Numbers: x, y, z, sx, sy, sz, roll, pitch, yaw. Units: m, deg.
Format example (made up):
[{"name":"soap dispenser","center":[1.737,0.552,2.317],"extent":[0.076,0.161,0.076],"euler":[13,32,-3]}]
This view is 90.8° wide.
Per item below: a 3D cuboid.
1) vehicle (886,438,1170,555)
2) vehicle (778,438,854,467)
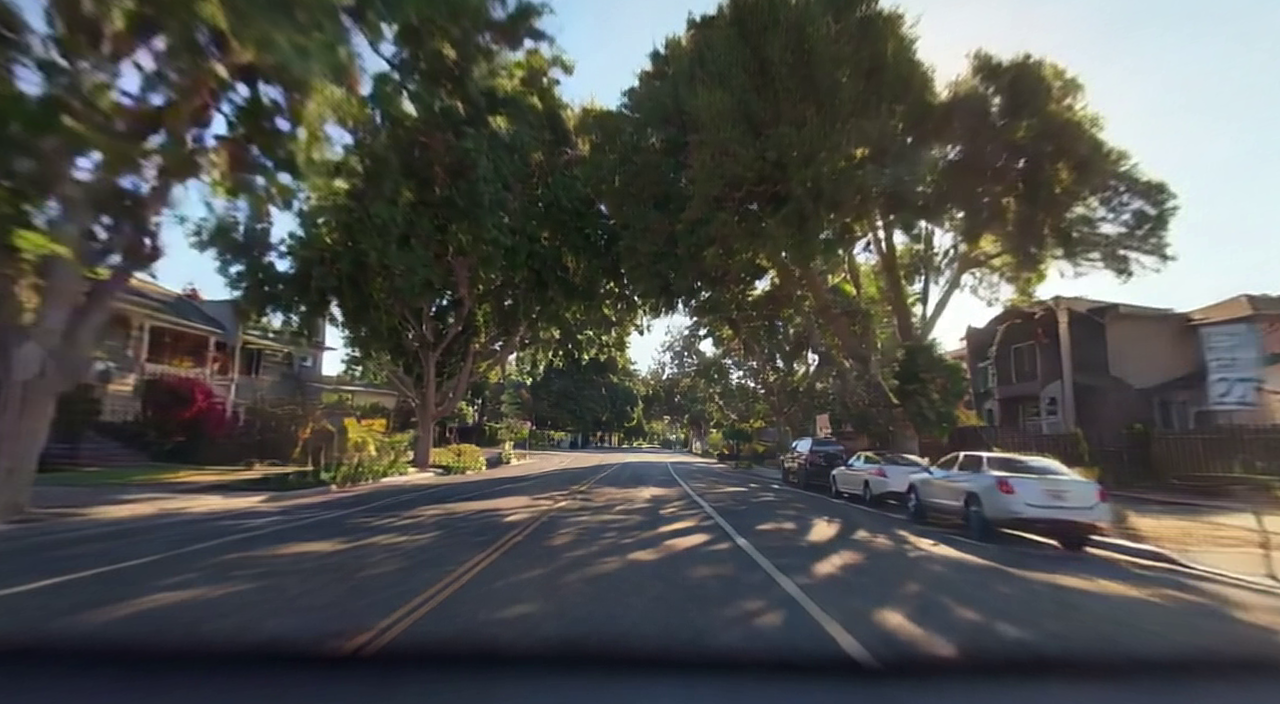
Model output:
[{"name":"vehicle","center":[6.104,2.272,10.757],"extent":[1.893,1.543,4.434],"euler":[0,-9,-2]},{"name":"vehicle","center":[11.578,6.634,41.811],"extent":[4.453,1.590,1.861],"euler":[-3,-7,3]}]
